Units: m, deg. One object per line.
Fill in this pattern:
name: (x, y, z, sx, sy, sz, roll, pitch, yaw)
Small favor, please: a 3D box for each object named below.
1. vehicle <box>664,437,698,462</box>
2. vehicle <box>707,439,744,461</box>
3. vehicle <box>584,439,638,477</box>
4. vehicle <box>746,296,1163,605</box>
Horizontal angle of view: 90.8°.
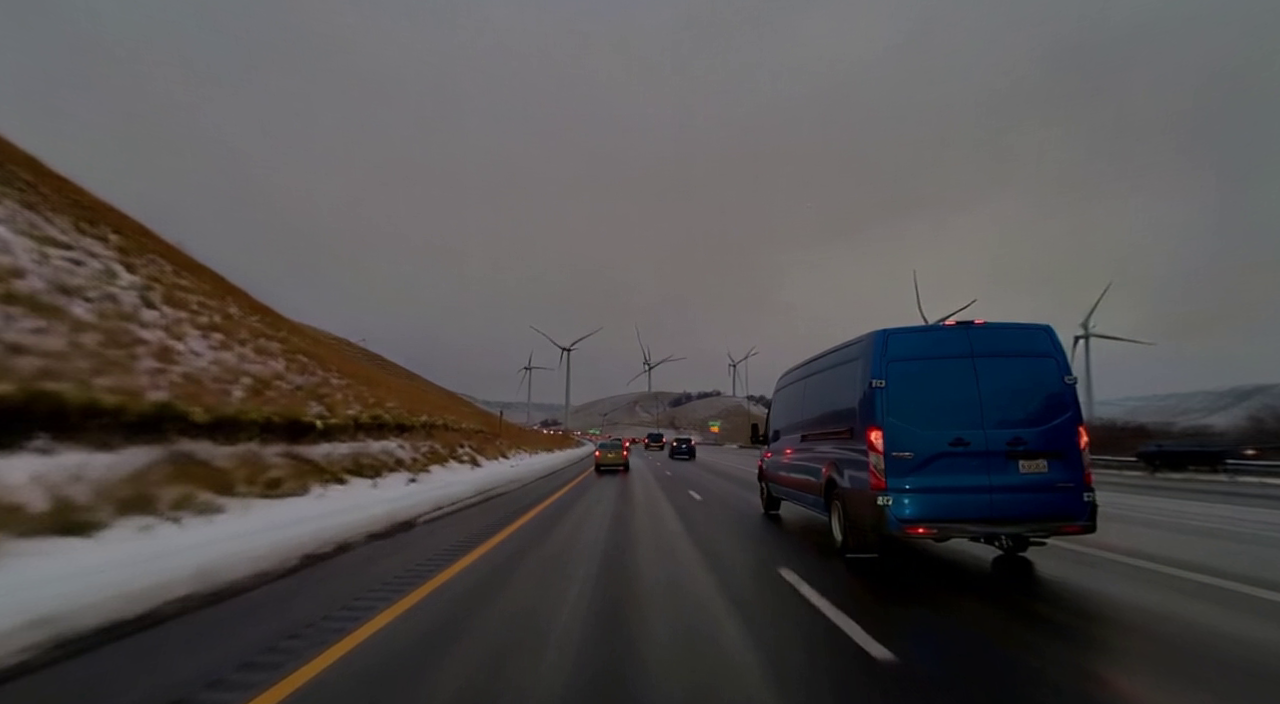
vehicle: (2.938, 7.076, 46.062, 2.108, 1.717, 3.996, 0, -8, -1)
vehicle: (6.362, 7.370, 47.564, 1.958, 1.514, 4.930, 0, -8, -2)
vehicle: (-1.151, 4.401, 26.506, 2.082, 1.445, 3.826, 0, -8, -1)
vehicle: (3.147, 1.224, 8.318, 2.365, 2.630, 5.754, 0, -8, -1)
